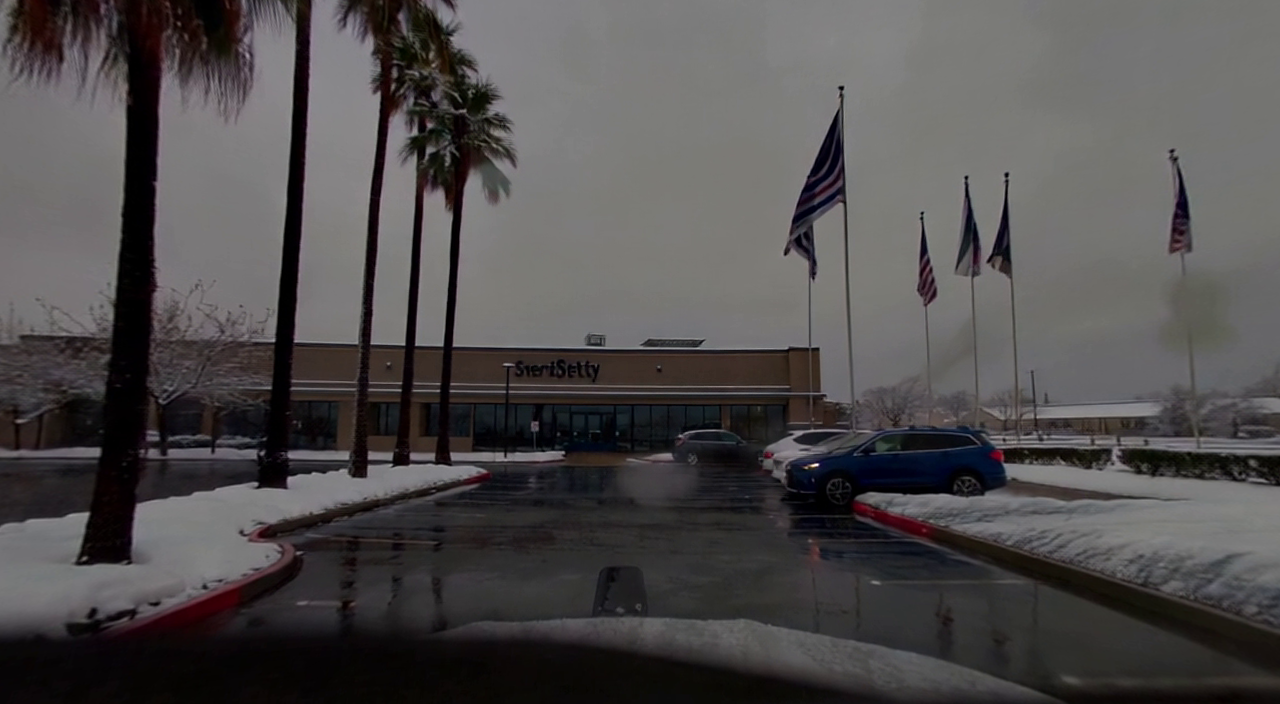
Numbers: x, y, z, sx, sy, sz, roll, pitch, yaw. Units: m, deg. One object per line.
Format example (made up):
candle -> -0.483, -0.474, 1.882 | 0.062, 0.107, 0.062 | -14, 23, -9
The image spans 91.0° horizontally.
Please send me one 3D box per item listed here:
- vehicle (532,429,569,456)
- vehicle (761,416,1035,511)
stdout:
vehicle -> -6.498, 6.685, 46.217 | 1.943, 1.890, 4.472 | 0, -9, 2
vehicle -> 4.893, 2.181, 12.503 | 4.567, 1.723, 1.926 | 0, -8, 0
